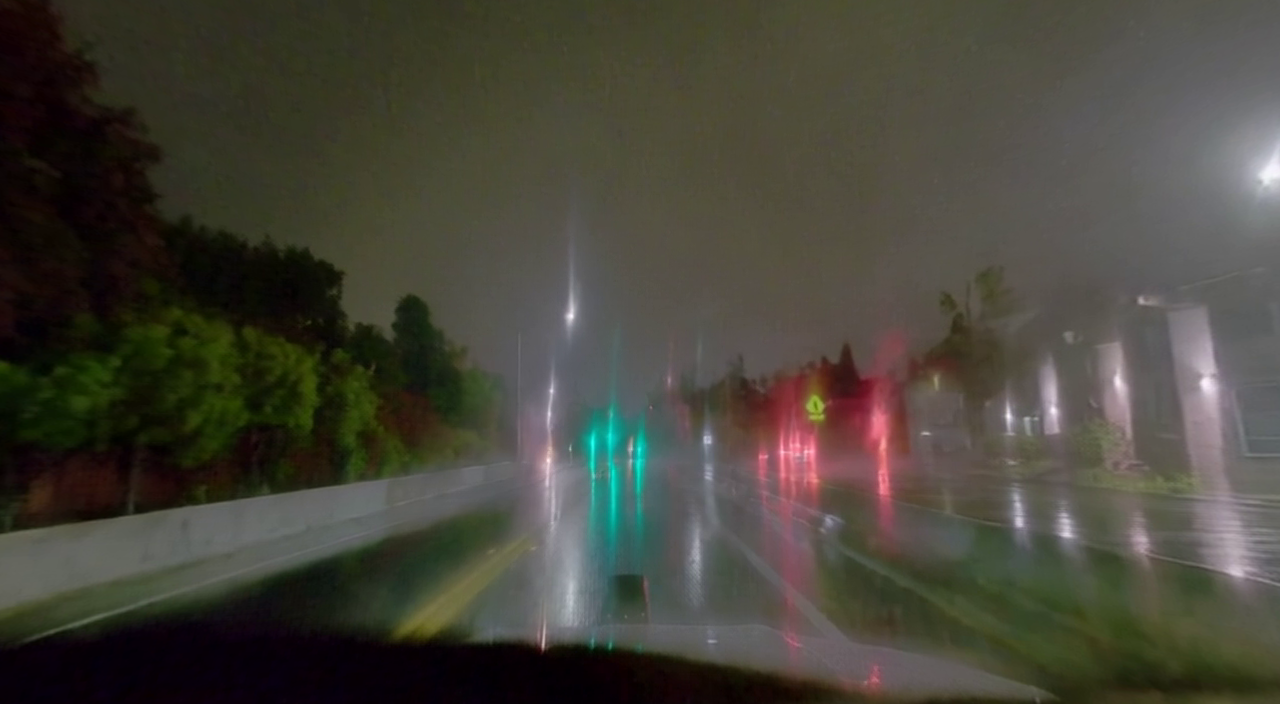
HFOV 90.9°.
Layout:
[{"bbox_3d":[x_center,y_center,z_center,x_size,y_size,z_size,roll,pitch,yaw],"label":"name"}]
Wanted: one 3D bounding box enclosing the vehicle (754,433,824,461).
[{"bbox_3d":[10.814,6.931,46.032,4.614,1.764,1.860,-3,-8,6],"label":"vehicle"}]
